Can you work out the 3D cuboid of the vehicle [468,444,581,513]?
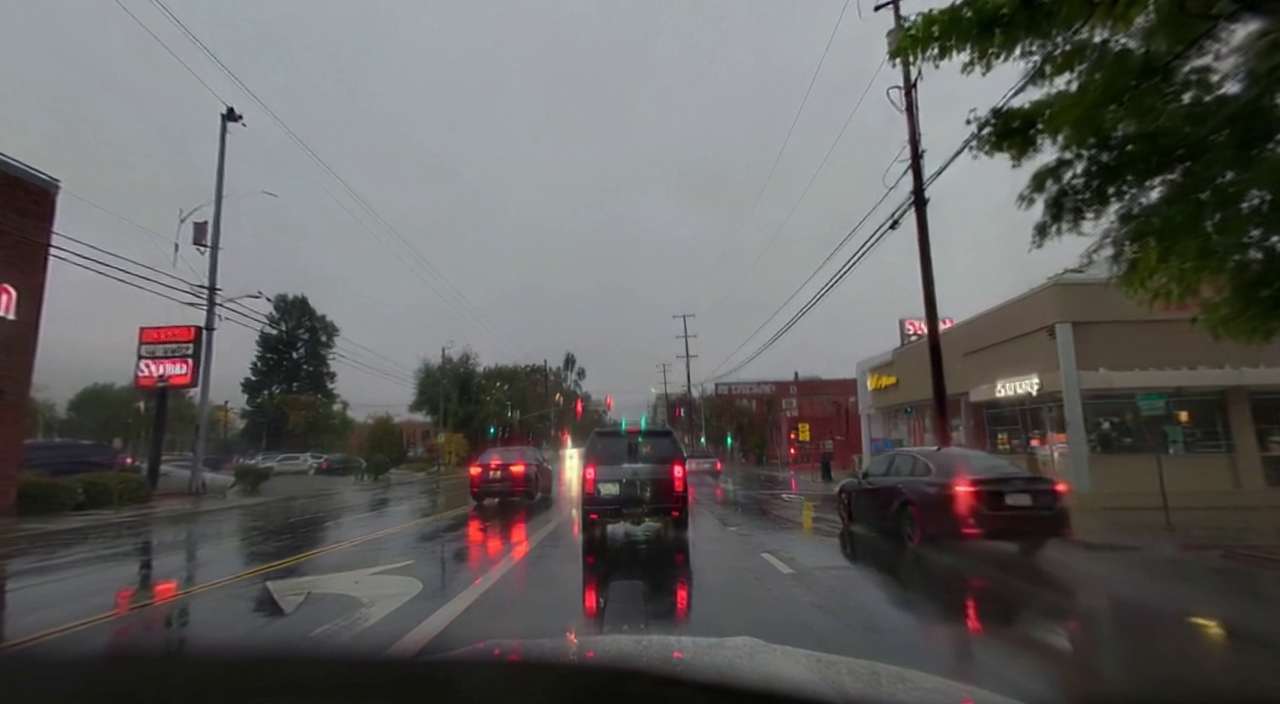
[{"bbox_3d":[-2.858,3.235,16.722,1.975,1.570,4.456,-1,-8,3],"label":"vehicle"}]

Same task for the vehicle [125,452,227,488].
[{"bbox_3d":[-26.261,6.670,35.969,2.123,1.820,5.136,0,-8,-4],"label":"vehicle"}]

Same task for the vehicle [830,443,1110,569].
[{"bbox_3d":[4.886,2.297,10.407,1.994,1.545,4.919,0,-8,1],"label":"vehicle"}]

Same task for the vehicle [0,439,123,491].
[{"bbox_3d":[-24.146,4.398,24.842,2.131,1.887,6.053,-1,-8,3],"label":"vehicle"}]

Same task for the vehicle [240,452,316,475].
[{"bbox_3d":[-27.254,8.390,47.537,4.458,1.608,2.051,0,-8,2],"label":"vehicle"}]

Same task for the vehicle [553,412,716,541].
[{"bbox_3d":[-0.103,2.413,12.932,2.638,2.065,5.313,0,-8,0],"label":"vehicle"}]
